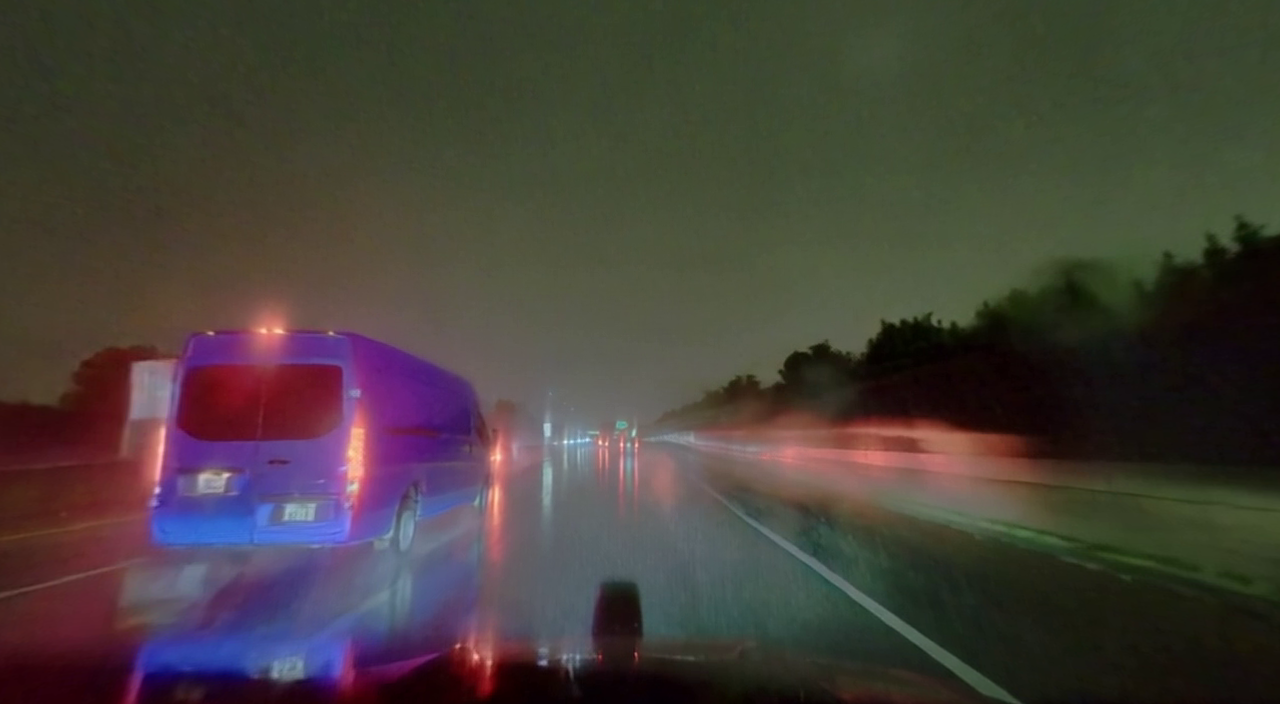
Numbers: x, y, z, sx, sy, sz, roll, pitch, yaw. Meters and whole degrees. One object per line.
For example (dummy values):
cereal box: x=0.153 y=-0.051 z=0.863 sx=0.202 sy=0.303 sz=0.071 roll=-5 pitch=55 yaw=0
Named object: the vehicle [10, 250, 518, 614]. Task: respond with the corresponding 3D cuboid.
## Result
vehicle: x=-3.530 y=1.054 z=8.496 sx=2.428 sy=2.782 sz=7.330 roll=0 pitch=-8 yaw=-1
